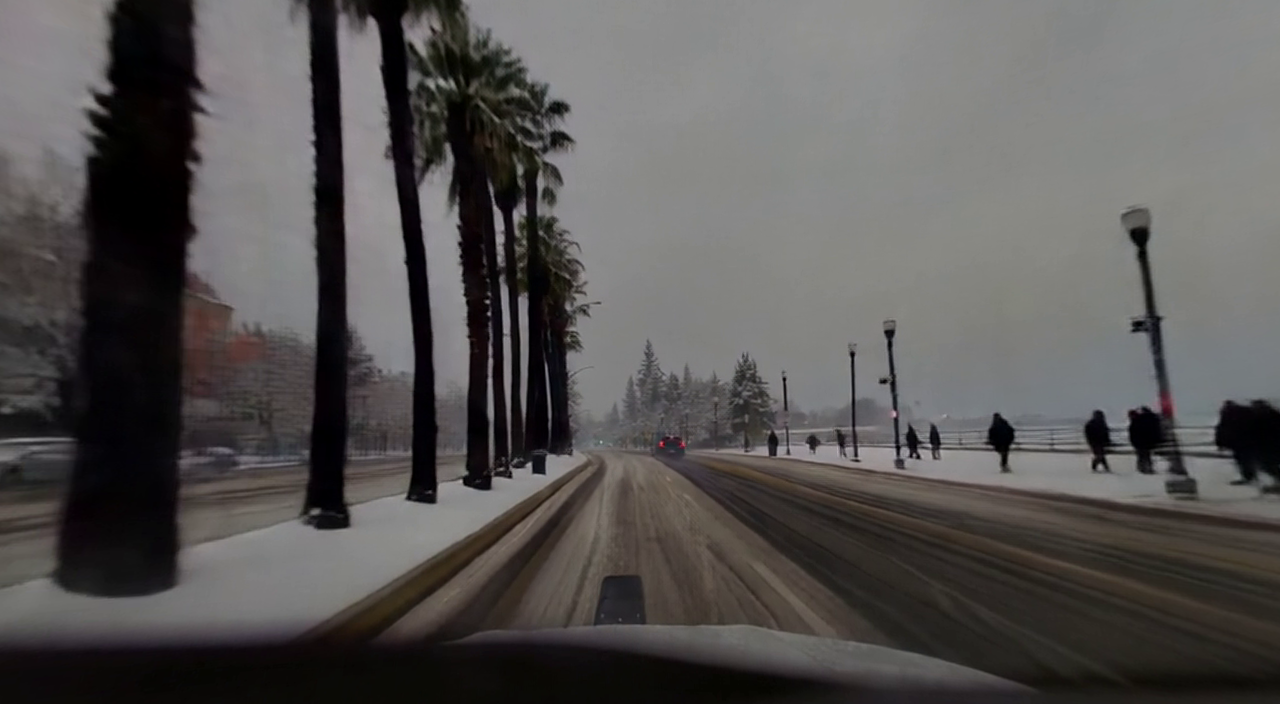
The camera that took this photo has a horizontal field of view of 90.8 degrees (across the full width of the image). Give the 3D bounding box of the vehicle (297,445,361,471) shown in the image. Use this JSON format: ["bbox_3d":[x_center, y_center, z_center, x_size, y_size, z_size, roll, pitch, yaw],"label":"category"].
[{"bbox_3d":[-22.052,7.487,44.990,2.285,1.689,4.968,0,-8,-4],"label":"vehicle"}]

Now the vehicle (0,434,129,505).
[{"bbox_3d":[-18.359,3.453,18.950,2.136,1.890,4.670,0,-8,-1],"label":"vehicle"}]

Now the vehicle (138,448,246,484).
[{"bbox_3d":[-21.816,5.533,31.044,1.866,1.553,4.835,0,-8,-1],"label":"vehicle"}]

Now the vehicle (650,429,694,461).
[{"bbox_3d":[2.027,6.295,42.739,2.284,2.010,6.670,0,-8,-3],"label":"vehicle"}]
